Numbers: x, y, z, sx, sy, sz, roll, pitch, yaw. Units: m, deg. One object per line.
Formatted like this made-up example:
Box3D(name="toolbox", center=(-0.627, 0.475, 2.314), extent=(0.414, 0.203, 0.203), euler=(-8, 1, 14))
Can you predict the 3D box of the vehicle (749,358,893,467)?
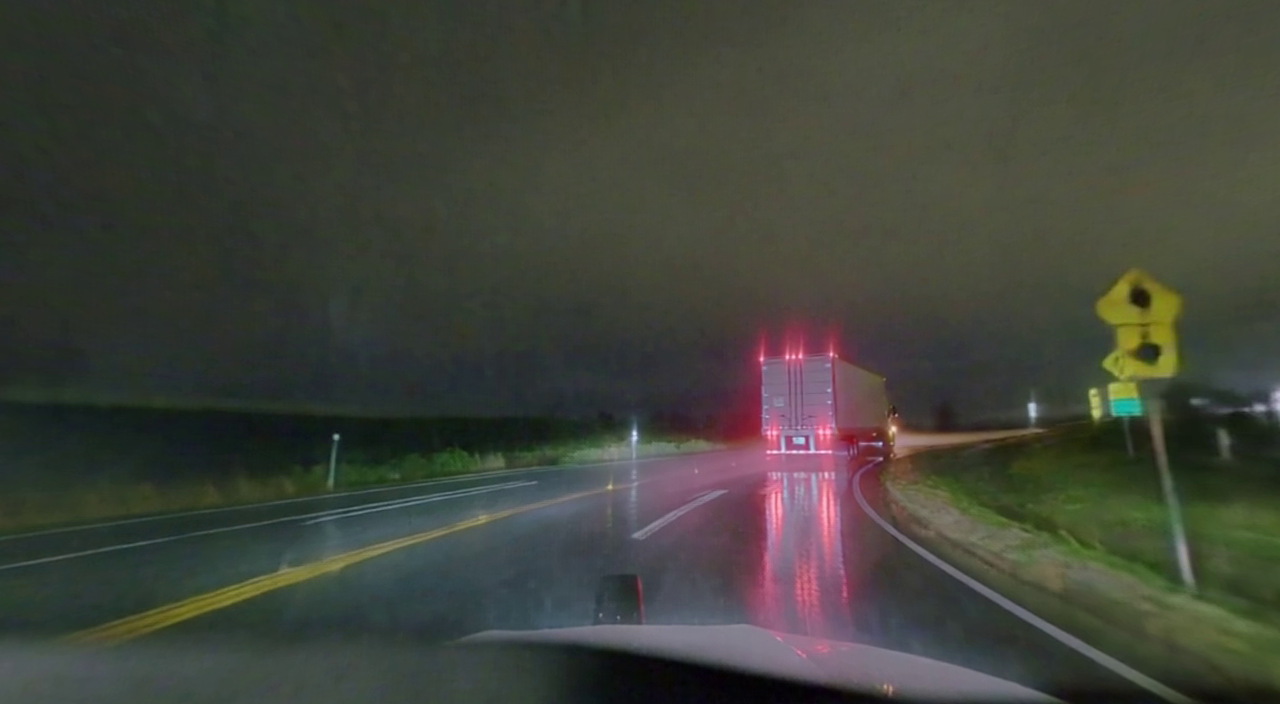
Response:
Box3D(name="vehicle", center=(8.042, 2.725, 26.543), extent=(2.837, 3.712, 10.484), euler=(-5, -9, 32))
